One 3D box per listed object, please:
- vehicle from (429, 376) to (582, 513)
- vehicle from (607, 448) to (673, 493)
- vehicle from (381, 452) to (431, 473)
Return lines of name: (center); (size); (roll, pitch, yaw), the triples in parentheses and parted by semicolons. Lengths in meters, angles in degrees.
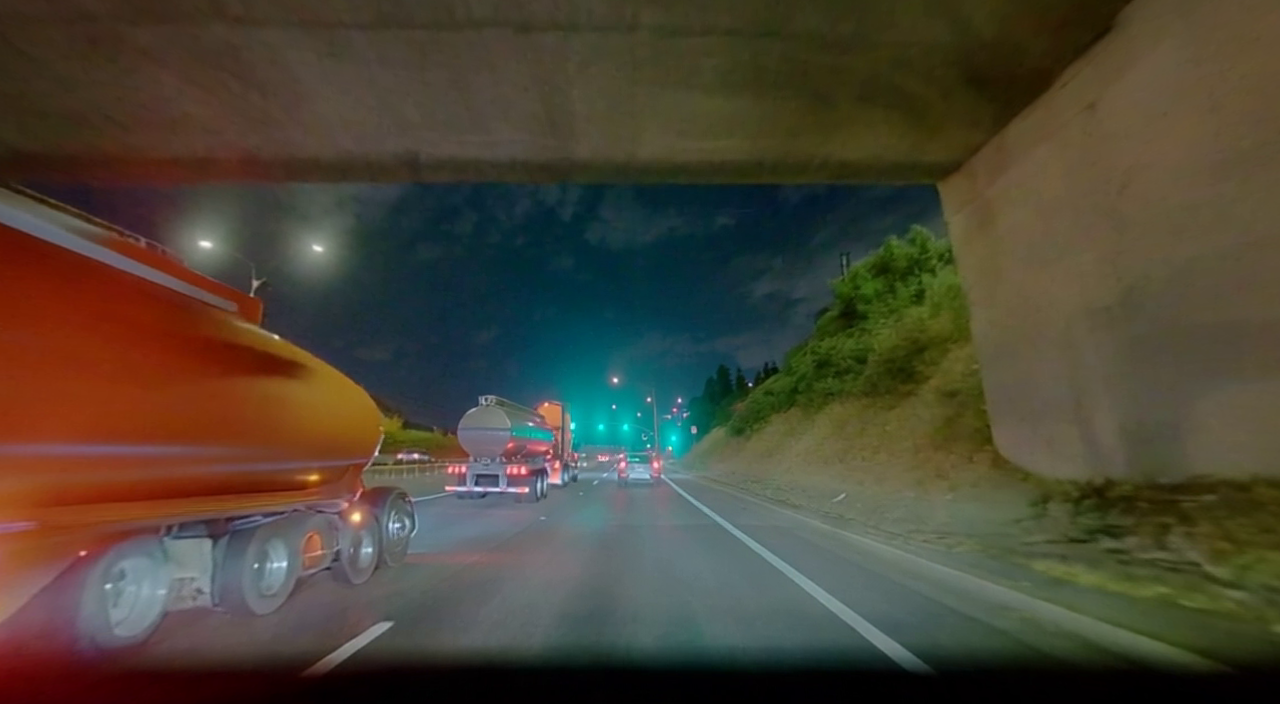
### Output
vehicle: (-4.174, 3.514, 23.931); (2.896, 3.563, 14.643); (0, -9, -1)
vehicle: (-0.058, 4.322, 23.416); (2.215, 1.481, 4.246); (0, -9, -1)
vehicle: (-18.069, 8.554, 48.996); (1.929, 1.523, 4.108); (-1, -9, 5)
